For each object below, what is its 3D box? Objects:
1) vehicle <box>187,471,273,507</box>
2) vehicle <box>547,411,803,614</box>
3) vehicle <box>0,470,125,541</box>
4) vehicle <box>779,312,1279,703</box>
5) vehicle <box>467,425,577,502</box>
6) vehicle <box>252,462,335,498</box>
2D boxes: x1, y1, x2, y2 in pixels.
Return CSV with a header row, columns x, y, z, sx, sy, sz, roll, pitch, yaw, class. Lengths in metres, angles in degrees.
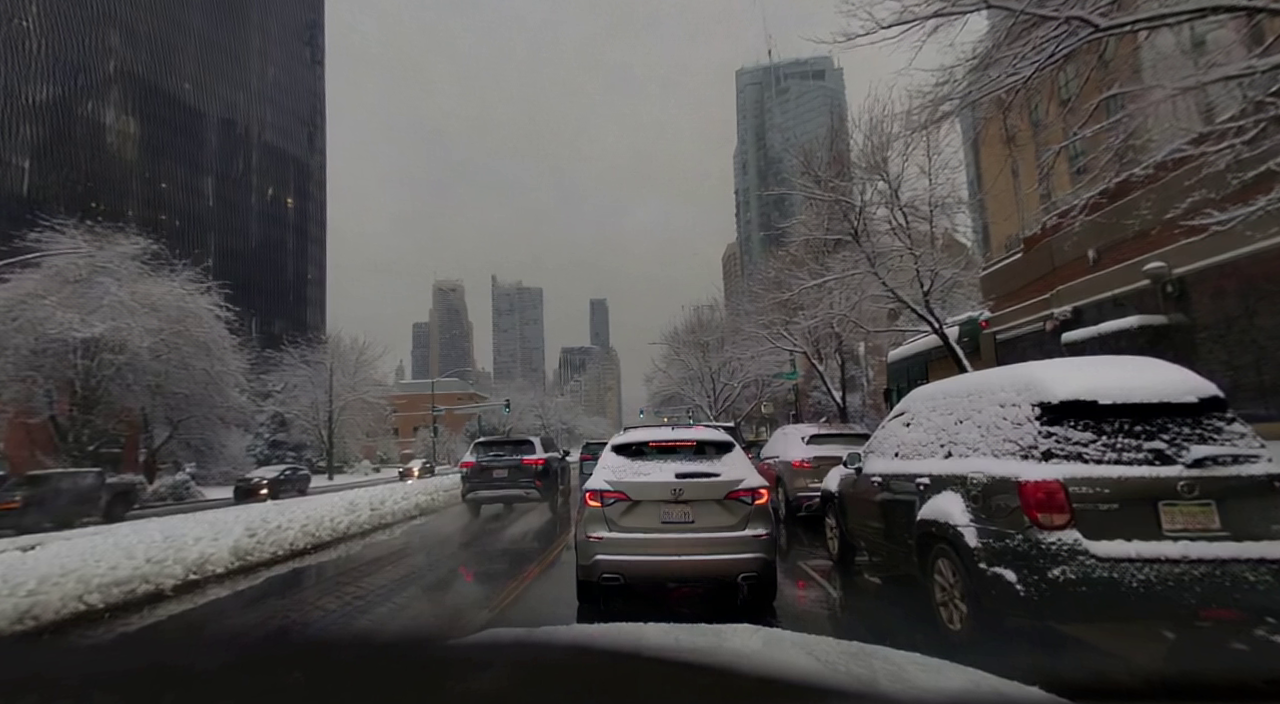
x,y,z,sx,sy,sz,roll,pitch,yaw,class
-22.585,7.545,34.932,1.854,1.419,4.318,-7,-8,0,vehicle
0.229,1.557,6.917,2.045,1.608,3.573,0,-9,-2,vehicle
-16.438,4.024,16.873,1.903,1.580,3.976,0,-9,0,vehicle
2.724,1.108,4.937,2.117,1.855,4.794,0,-9,-1,vehicle
-3.220,3.199,18.479,2.175,1.919,5.223,0,-9,0,vehicle
-18.744,6.913,34.346,1.964,1.686,4.144,0,-9,3,vehicle
